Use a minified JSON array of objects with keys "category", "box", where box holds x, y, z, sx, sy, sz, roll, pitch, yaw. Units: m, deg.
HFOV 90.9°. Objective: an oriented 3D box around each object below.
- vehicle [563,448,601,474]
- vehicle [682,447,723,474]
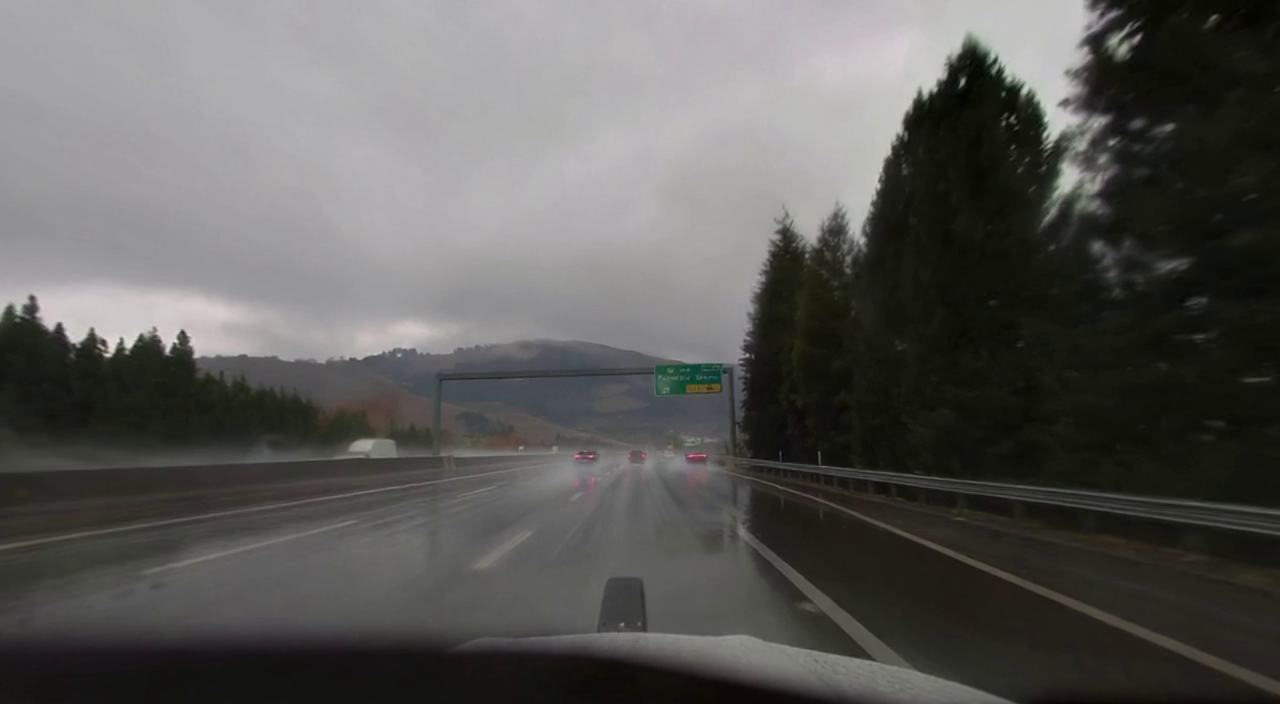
[{"category":"vehicle","box":[-3.425,6.534,37.955,1.955,1.468,3.637,0,-9,0]},{"category":"vehicle","box":[3.650,6.453,37.700,2.019,1.475,4.301,0,-9,0]}]
